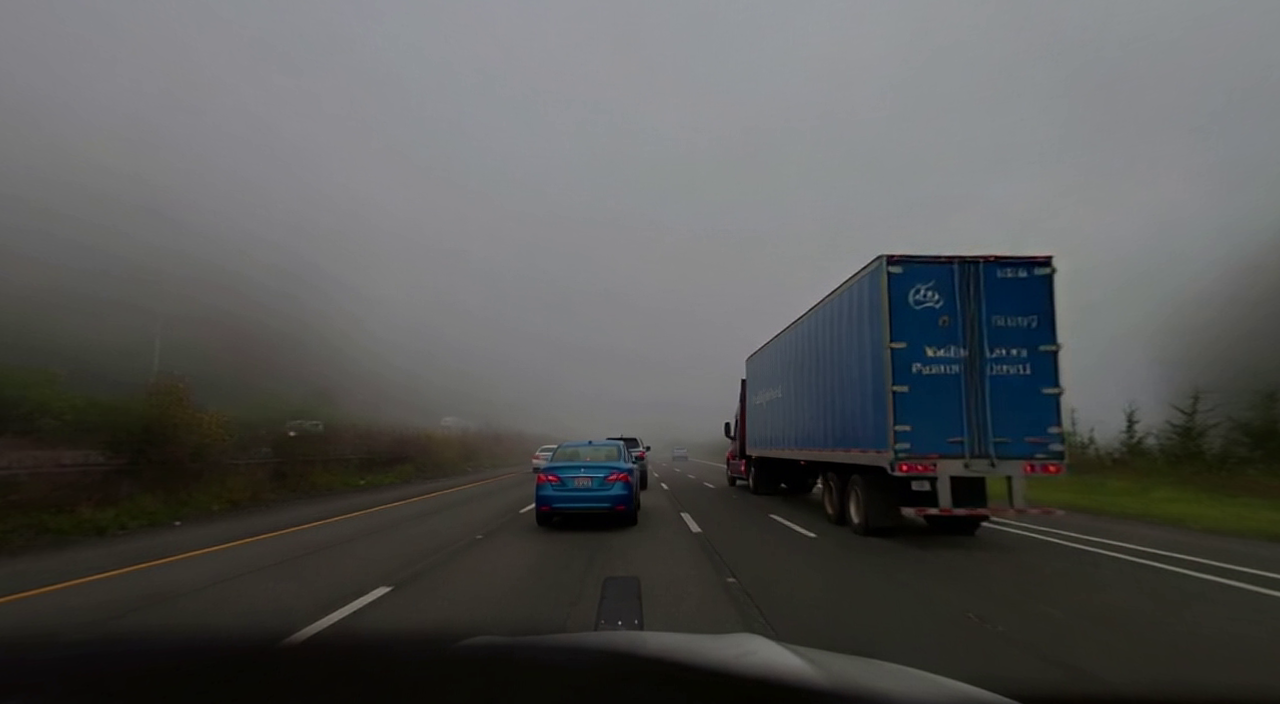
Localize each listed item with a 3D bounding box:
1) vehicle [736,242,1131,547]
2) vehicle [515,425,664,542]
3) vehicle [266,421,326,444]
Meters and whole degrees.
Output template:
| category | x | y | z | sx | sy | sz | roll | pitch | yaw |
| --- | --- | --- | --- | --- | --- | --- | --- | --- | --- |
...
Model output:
| category | x | y | z | sx | sy | sz | roll | pitch | yaw |
| --- | --- | --- | --- | --- | --- | --- | --- | --- | --- |
| vehicle | 4.865 | 1.558 | 15.302 | 2.825 | 4.043 | 14.051 | 0 | -9 | 0 |
| vehicle | -0.695 | 2.099 | 10.557 | 2.038 | 1.582 | 3.729 | 0 | -9 | 0 |
| vehicle | -23.795 | 5.621 | 43.612 | 1.896 | 1.456 | 4.407 | 0 | -9 | -4 |
